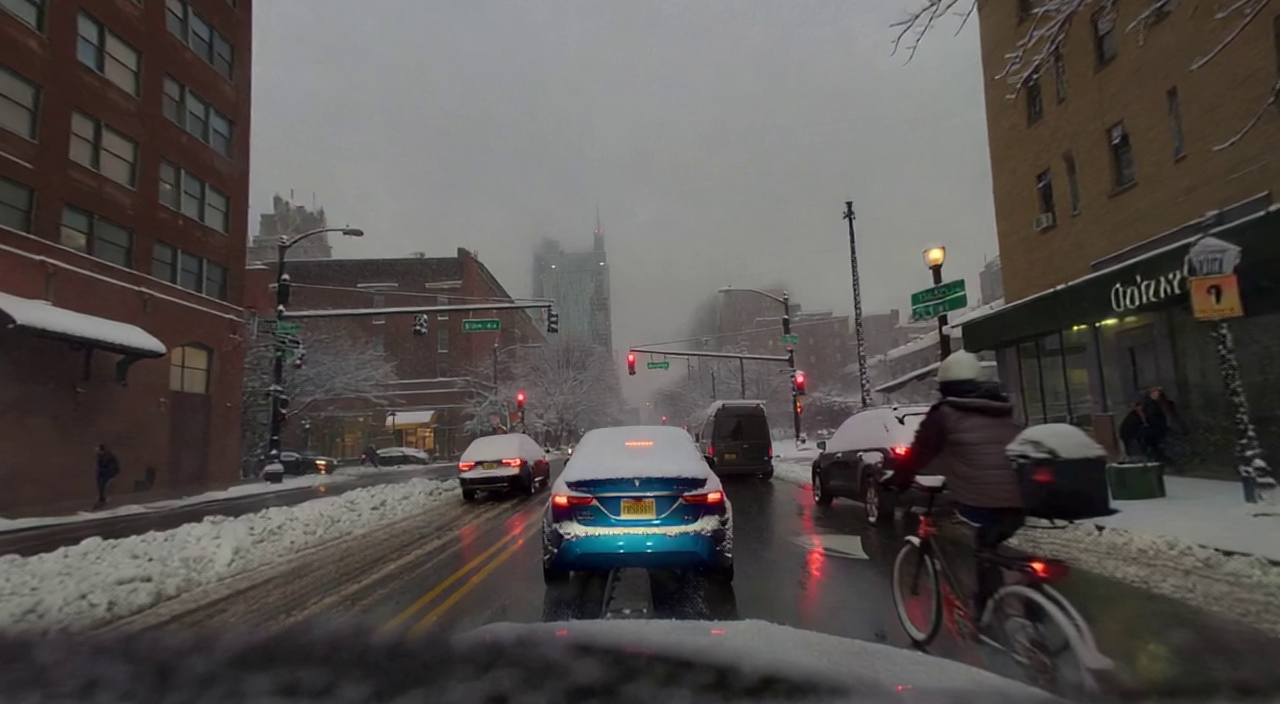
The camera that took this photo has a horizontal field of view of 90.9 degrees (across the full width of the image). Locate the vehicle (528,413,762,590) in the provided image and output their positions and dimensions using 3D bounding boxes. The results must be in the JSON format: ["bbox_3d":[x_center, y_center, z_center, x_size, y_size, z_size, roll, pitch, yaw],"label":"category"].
[{"bbox_3d":[0.031,1.643,7.705,2.091,1.557,4.000,0,-9,0],"label":"vehicle"}]

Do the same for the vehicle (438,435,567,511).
[{"bbox_3d":[-2.948,2.707,14.629,2.039,1.452,4.489,0,-9,-1],"label":"vehicle"}]

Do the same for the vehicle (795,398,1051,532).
[{"bbox_3d":[4.499,1.912,11.126,2.142,1.829,4.767,0,-9,-2],"label":"vehicle"}]
